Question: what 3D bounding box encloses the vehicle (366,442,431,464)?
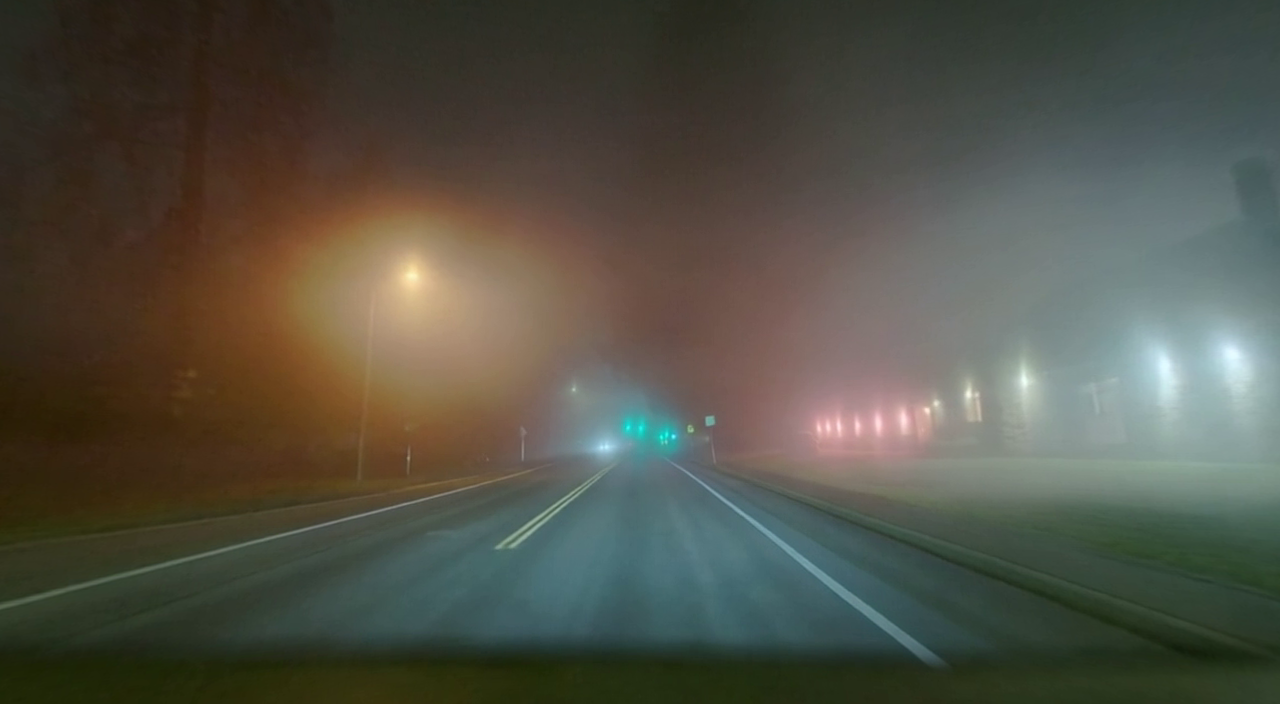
[{"bbox_3d":[-18.793,7.878,49.111,4.233,1.623,1.943,0,-8,1],"label":"vehicle"}]
